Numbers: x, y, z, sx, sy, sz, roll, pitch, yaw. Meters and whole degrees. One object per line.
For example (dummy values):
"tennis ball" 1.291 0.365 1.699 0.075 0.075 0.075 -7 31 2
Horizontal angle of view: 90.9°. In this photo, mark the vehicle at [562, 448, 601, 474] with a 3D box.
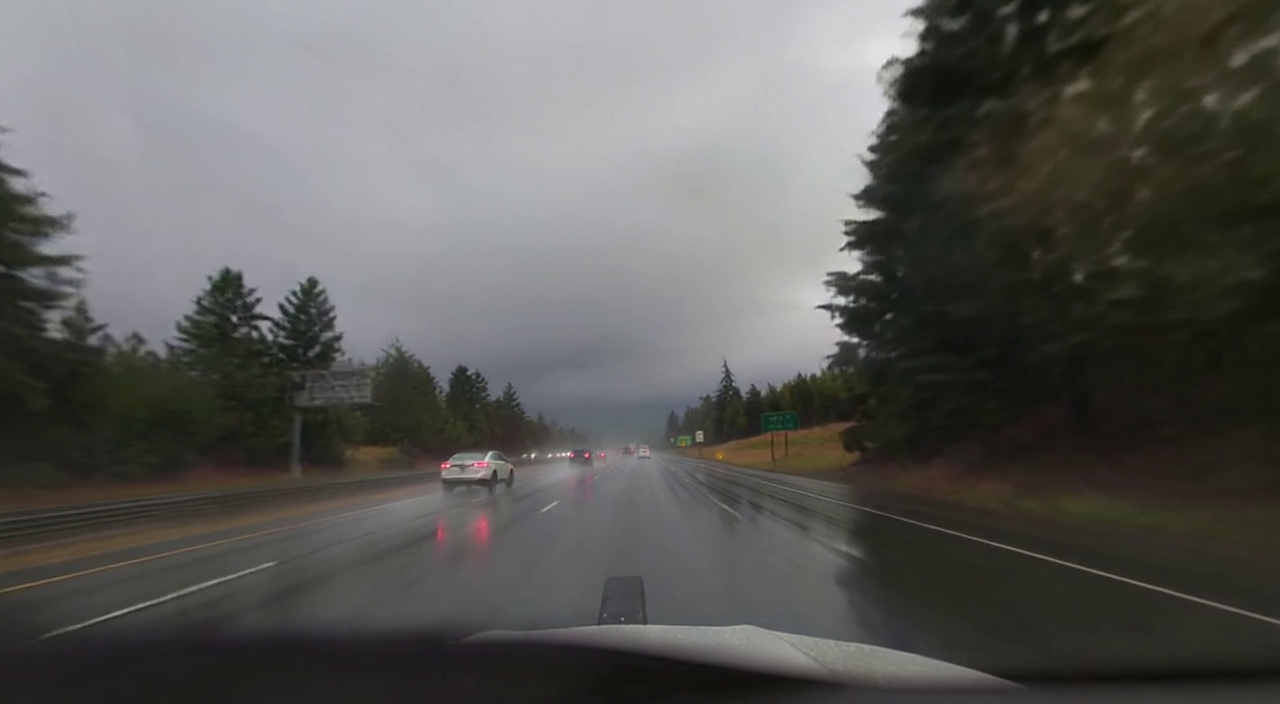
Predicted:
"vehicle" -3.522 6.663 38.629 2.005 1.474 3.921 0 -9 1

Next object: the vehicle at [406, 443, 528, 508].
"vehicle" -4.478 3.276 17.159 1.975 1.501 4.603 0 -9 1
